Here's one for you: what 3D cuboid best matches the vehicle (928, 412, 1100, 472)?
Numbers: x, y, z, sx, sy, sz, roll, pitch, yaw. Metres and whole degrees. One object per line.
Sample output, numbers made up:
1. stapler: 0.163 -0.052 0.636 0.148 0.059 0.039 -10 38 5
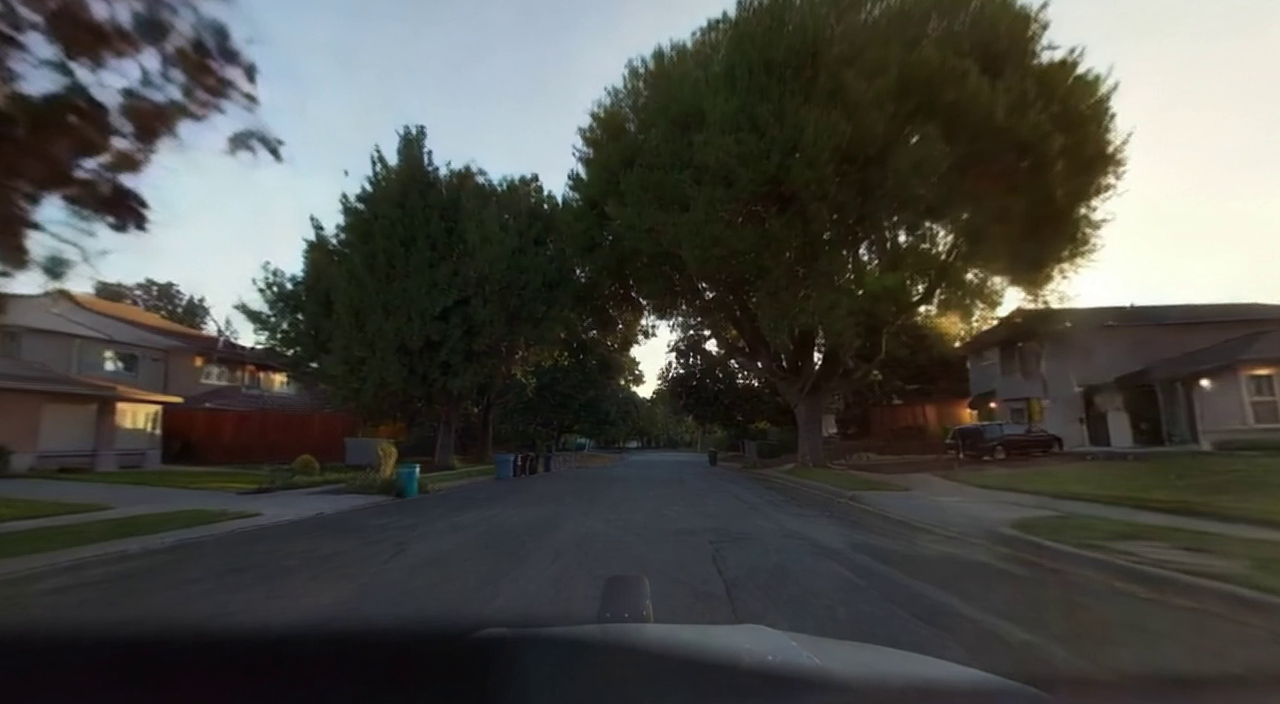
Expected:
1. vehicle: 12.436 3.031 21.157 4.581 1.853 2.024 2 -8 -7
